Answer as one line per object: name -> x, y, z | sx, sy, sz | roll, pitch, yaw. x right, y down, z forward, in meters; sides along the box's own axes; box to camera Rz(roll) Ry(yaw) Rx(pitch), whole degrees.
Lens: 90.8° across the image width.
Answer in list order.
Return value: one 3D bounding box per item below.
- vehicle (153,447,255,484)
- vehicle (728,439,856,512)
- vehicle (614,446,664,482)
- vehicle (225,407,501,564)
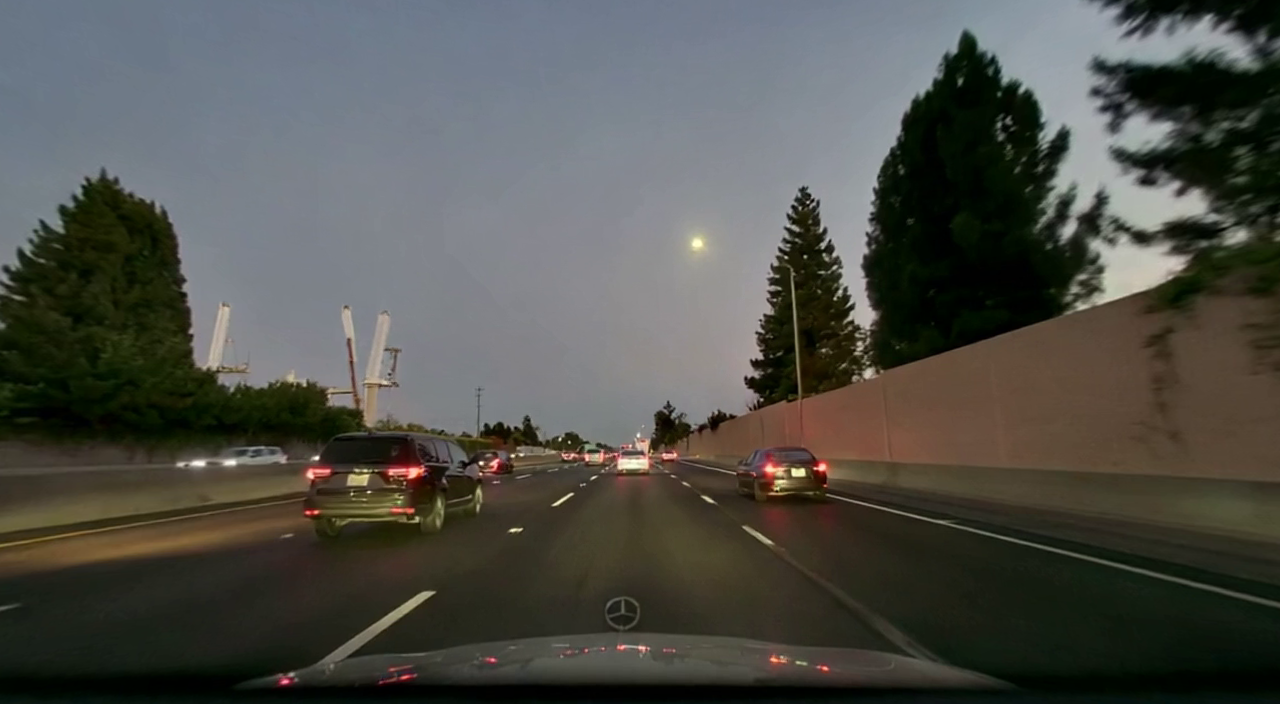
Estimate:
vehicle -> -23.402, 6.084, 34.176 | 2.084, 1.800, 4.788 | 0, -9, 0
vehicle -> 3.528, 2.943, 15.630 | 1.917, 1.507, 4.540 | 0, -9, -2
vehicle -> -0.090, 4.882, 27.920 | 2.045, 1.452, 4.040 | 0, -8, -1
vehicle -> -3.670, 1.856, 9.479 | 2.121, 1.775, 4.335 | 0, -9, 0
